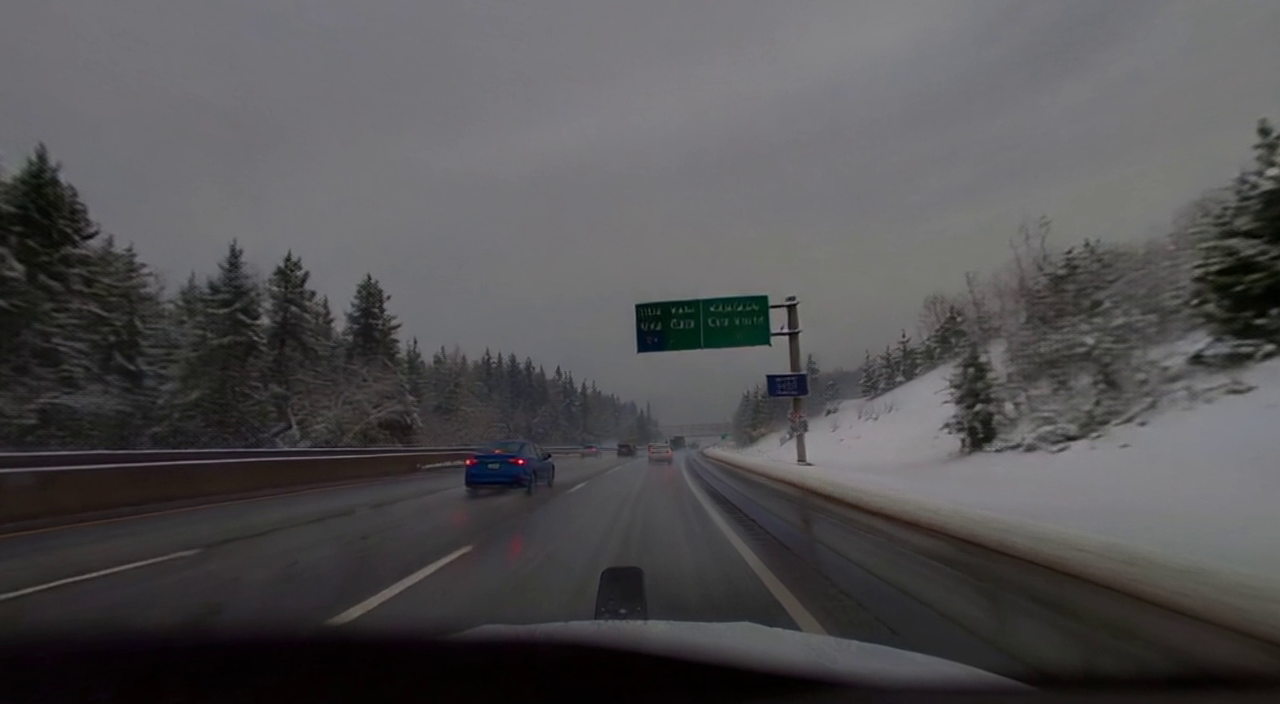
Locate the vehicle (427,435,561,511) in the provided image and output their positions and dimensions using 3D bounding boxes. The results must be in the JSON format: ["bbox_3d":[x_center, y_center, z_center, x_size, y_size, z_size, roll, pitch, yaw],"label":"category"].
[{"bbox_3d":[-3.228,2.770,14.992,2.024,1.531,4.431,0,-8,1],"label":"vehicle"}]

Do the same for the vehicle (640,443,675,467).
[{"bbox_3d":[1.166,6.546,40.297,2.113,1.464,4.073,0,-8,3],"label":"vehicle"}]
